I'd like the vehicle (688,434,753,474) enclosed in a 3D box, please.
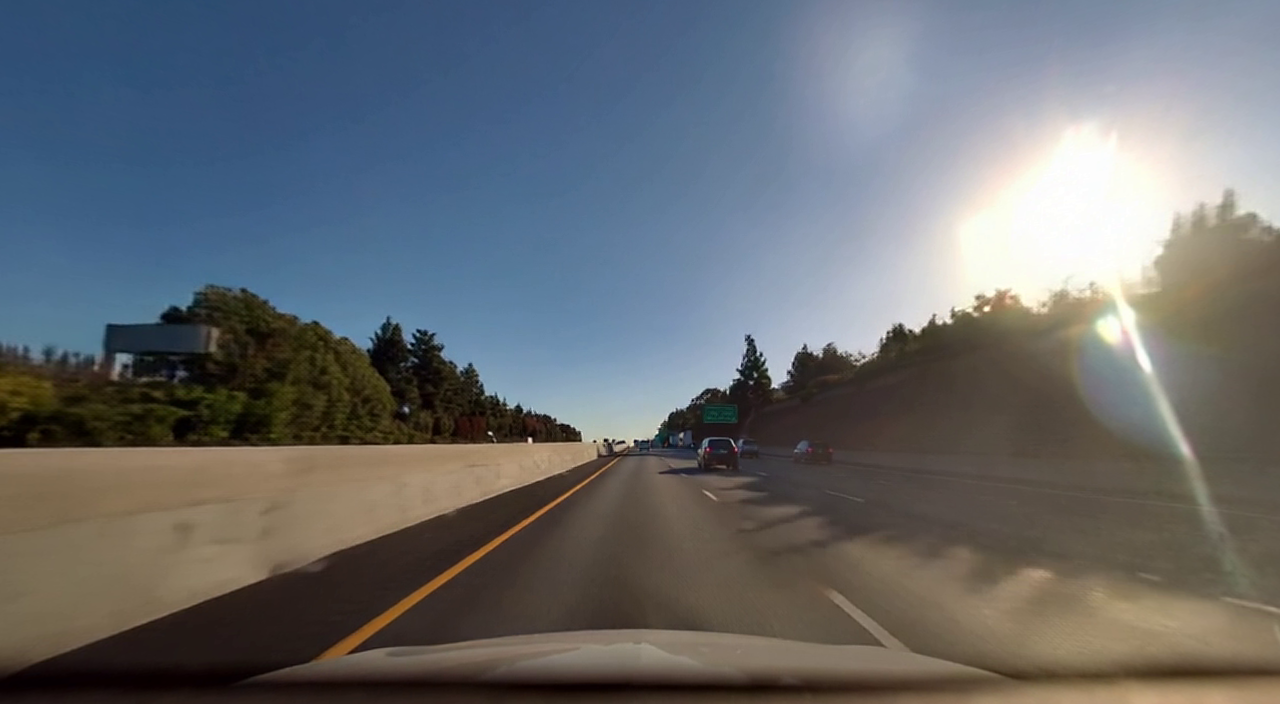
[{"bbox_3d":[3.478,4.545,28.190,2.326,1.644,4.206,0,-8,-1],"label":"vehicle"}]

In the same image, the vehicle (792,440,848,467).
[{"bbox_3d":[10.401,5.892,36.791,1.970,1.479,4.480,0,-8,0],"label":"vehicle"}]
